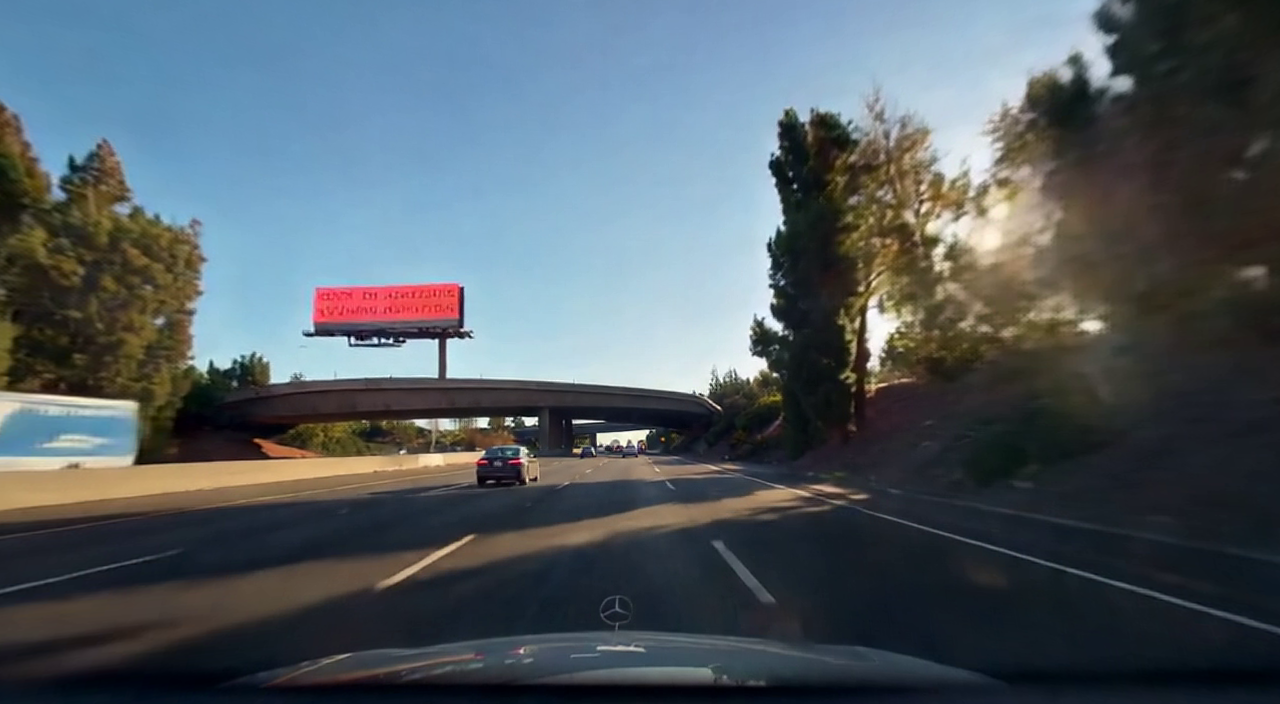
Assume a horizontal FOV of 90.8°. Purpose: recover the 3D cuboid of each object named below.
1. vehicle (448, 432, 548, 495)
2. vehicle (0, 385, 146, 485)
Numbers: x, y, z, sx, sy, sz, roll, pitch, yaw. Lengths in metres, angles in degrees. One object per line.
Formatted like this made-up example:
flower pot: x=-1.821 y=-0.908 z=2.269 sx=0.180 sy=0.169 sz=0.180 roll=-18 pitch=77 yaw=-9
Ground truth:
vehicle: x=-4.336 y=3.483 z=20.131 sx=2.102 sy=1.727 sz=4.704 roll=0 pitch=-9 yaw=0
vehicle: x=-26.135 y=3.057 z=23.359 sx=2.850 sy=3.808 sz=16.213 roll=0 pitch=-9 yaw=0
